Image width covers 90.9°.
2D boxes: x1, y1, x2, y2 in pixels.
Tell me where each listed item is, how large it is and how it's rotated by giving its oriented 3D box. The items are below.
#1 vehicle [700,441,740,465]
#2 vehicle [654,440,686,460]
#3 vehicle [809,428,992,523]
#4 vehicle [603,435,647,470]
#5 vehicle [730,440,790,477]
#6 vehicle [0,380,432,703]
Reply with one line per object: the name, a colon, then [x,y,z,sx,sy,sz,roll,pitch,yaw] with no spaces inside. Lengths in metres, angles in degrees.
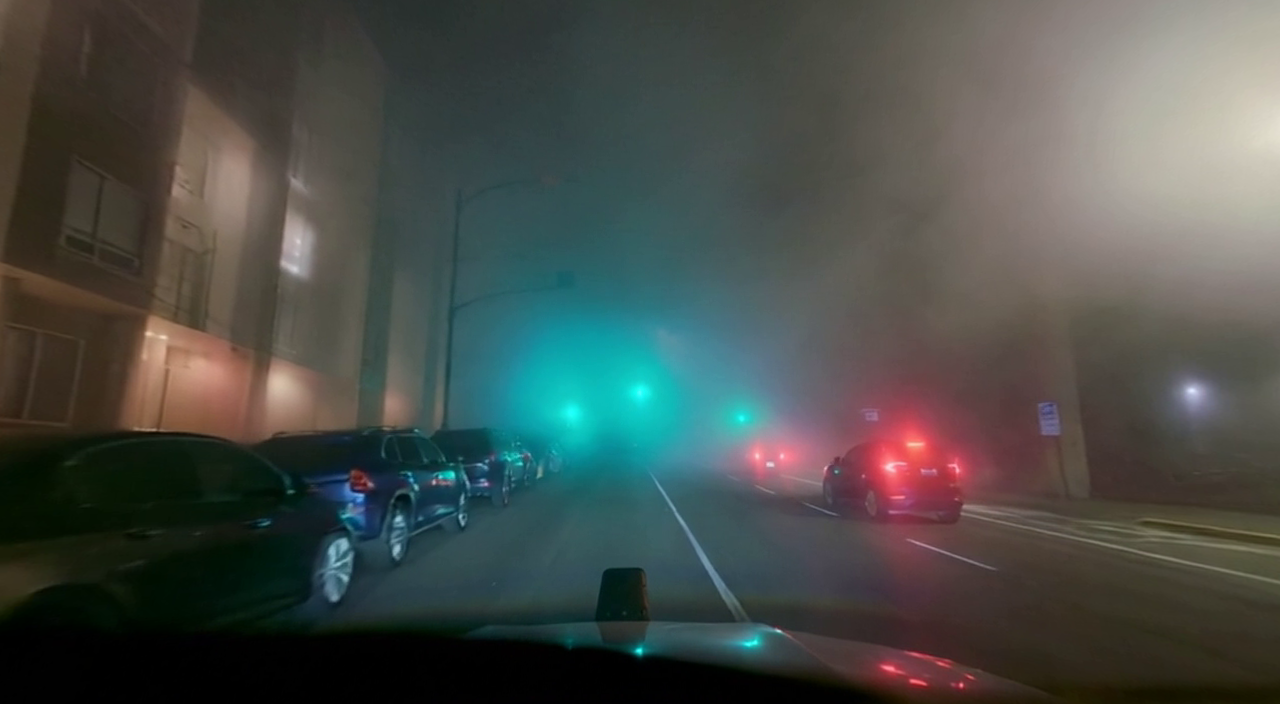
vehicle: [5.173,6.582,41.277,1.917,1.467,4.452,0,-8,-1]
vehicle: [2.221,7.445,47.789,2.182,1.450,4.013,0,-8,-1]
vehicle: [4.998,2.418,12.861,1.891,1.599,4.173,0,-8,-1]
vehicle: [-0.726,5.197,32.827,2.122,1.689,3.885,0,-8,0]
vehicle: [5.076,4.565,27.131,1.799,1.463,3.464,0,-8,-2]
vehicle: [-3.115,1.112,3.794,2.121,1.490,4.910,0,-8,-1]
